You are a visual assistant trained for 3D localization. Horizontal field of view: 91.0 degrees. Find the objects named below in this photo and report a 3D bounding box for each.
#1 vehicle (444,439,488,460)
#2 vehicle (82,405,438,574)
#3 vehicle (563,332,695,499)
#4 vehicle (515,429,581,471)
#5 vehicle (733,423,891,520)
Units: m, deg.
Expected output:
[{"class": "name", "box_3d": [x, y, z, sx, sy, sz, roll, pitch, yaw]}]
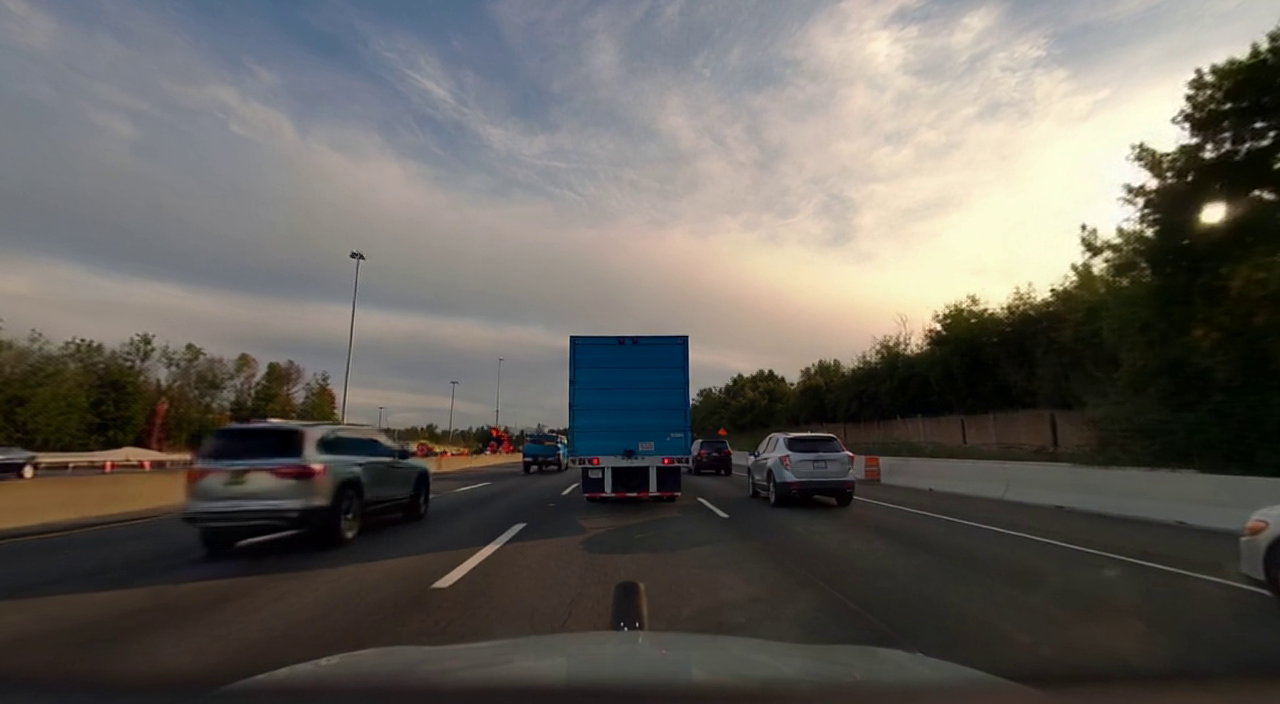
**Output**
[{"class": "vehicle", "box_3d": [-13.046, 7.366, 47.478, 1.887, 1.511, 4.152, 0, -9, 4]}, {"class": "vehicle", "box_3d": [-4.738, 1.783, 8.934, 2.095, 1.736, 4.529, 0, -9, 2]}, {"class": "vehicle", "box_3d": [-0.362, 2.245, 20.005, 3.067, 3.940, 10.154, 1, -9, -1]}, {"class": "vehicle", "box_3d": [-4.595, 5.068, 32.624, 2.421, 1.965, 5.980, 0, -9, 1]}, {"class": "vehicle", "box_3d": [3.384, 2.461, 13.401, 2.103, 1.713, 4.173, 1, -9, -1]}]
